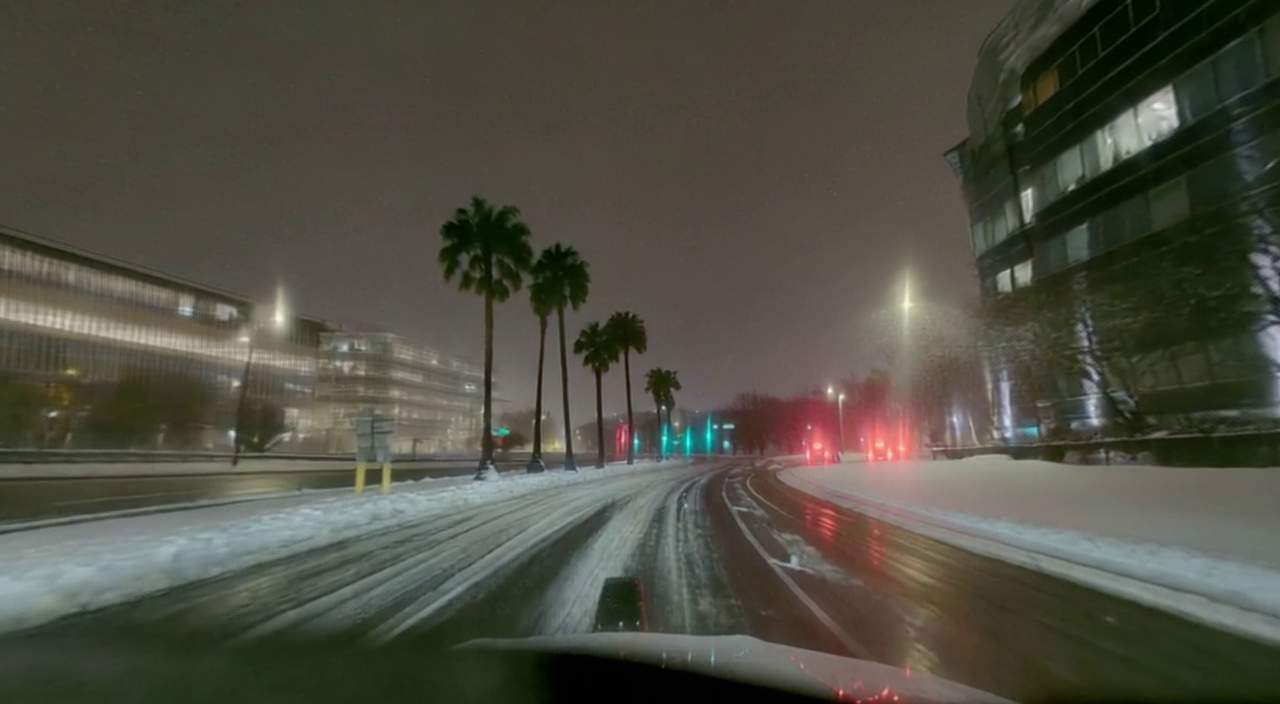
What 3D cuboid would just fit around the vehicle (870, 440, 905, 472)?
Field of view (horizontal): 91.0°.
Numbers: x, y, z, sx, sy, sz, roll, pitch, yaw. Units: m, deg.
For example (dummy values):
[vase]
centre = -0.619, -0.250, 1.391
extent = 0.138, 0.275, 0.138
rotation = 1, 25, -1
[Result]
[vehicle]
centre = 18.946, 7.977, 48.239
extent = 2.219, 2.342, 1.744
rotation = -1, -10, 14
